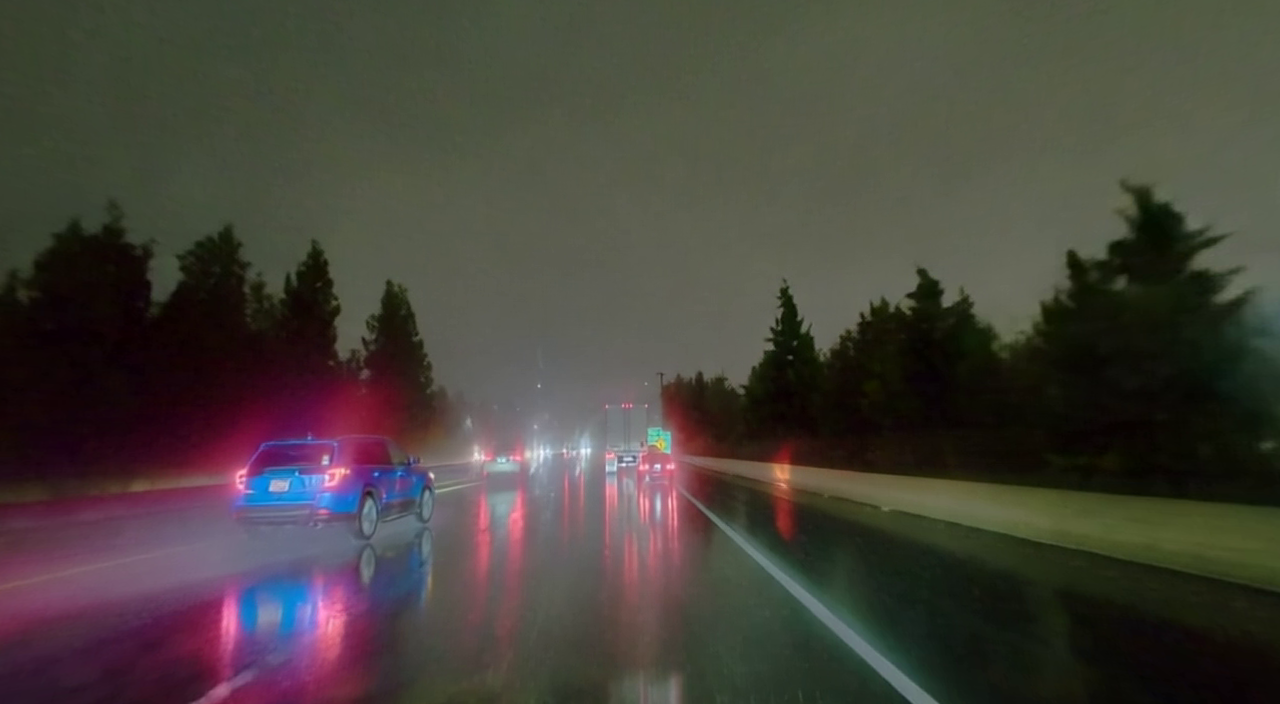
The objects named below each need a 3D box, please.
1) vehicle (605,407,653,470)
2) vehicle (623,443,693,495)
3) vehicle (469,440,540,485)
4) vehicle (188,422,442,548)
[{"bbox_3d":[-0.934,6.414,45.847,3.113,4.066,10.786,0,-9,-2],"label":"vehicle"},{"bbox_3d":[0.477,3.720,20.332,2.026,1.489,4.045,0,-9,-2],"label":"vehicle"},{"bbox_3d":[-5.385,4.432,25.380,2.035,1.664,4.064,0,-9,-1],"label":"vehicle"},{"bbox_3d":[-5.041,2.117,10.564,2.100,1.671,4.105,0,-9,-1],"label":"vehicle"}]
